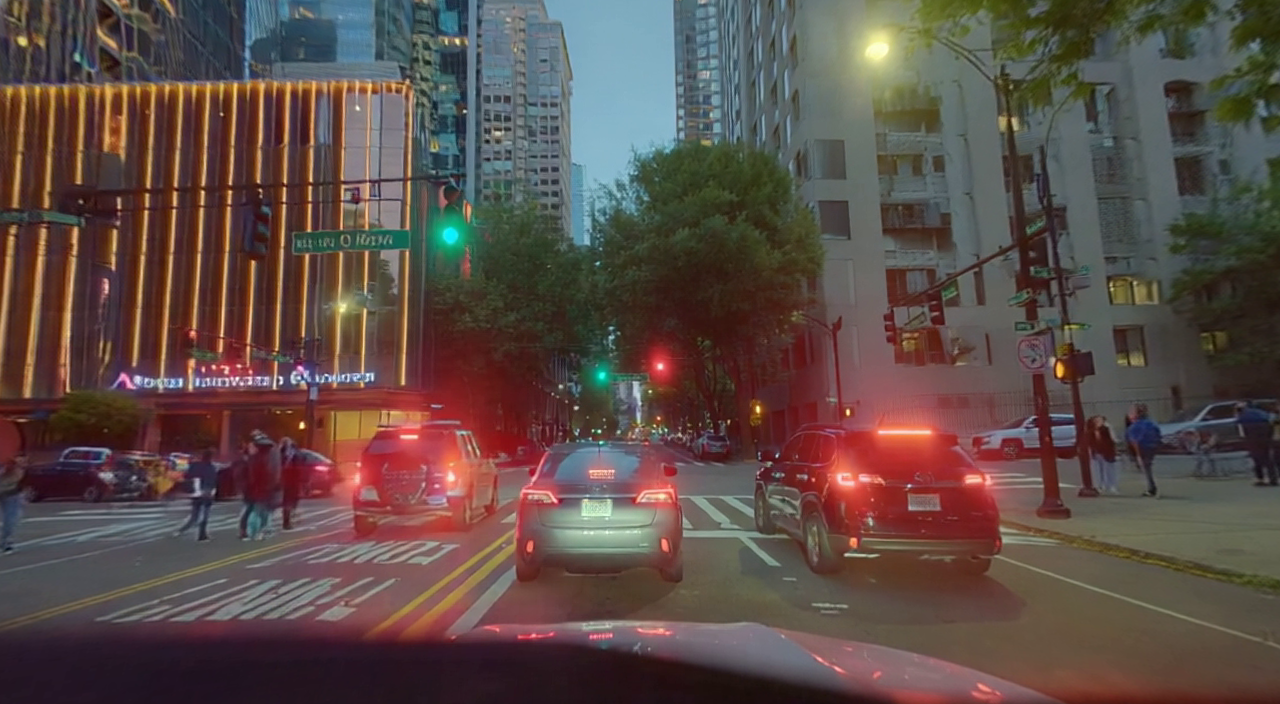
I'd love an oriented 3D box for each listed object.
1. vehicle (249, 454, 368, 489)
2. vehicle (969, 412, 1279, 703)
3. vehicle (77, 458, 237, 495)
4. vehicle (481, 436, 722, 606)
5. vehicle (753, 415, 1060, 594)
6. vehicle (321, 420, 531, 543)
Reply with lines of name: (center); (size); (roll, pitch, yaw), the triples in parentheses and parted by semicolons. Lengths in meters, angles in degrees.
vehicle: (-15.240, 5.456, 29.120); (4.673, 1.478, 2.114); (-3, -9, 18)
vehicle: (2.737, 0.805, 1.112); (1.902, 1.454, 4.540); (0, -8, 1)
vehicle: (-20.284, 5.242, 26.692); (5.153, 1.449, 1.966); (0, -8, 0)
vehicle: (-0.356, 1.784, 7.642); (2.092, 1.454, 4.132); (0, -8, -1)
vehicle: (3.043, 1.846, 8.626); (2.072, 1.735, 4.759); (0, -8, 0)
vehicle: (-3.697, 2.351, 12.252); (2.190, 1.840, 5.272); (0, -8, 1)
